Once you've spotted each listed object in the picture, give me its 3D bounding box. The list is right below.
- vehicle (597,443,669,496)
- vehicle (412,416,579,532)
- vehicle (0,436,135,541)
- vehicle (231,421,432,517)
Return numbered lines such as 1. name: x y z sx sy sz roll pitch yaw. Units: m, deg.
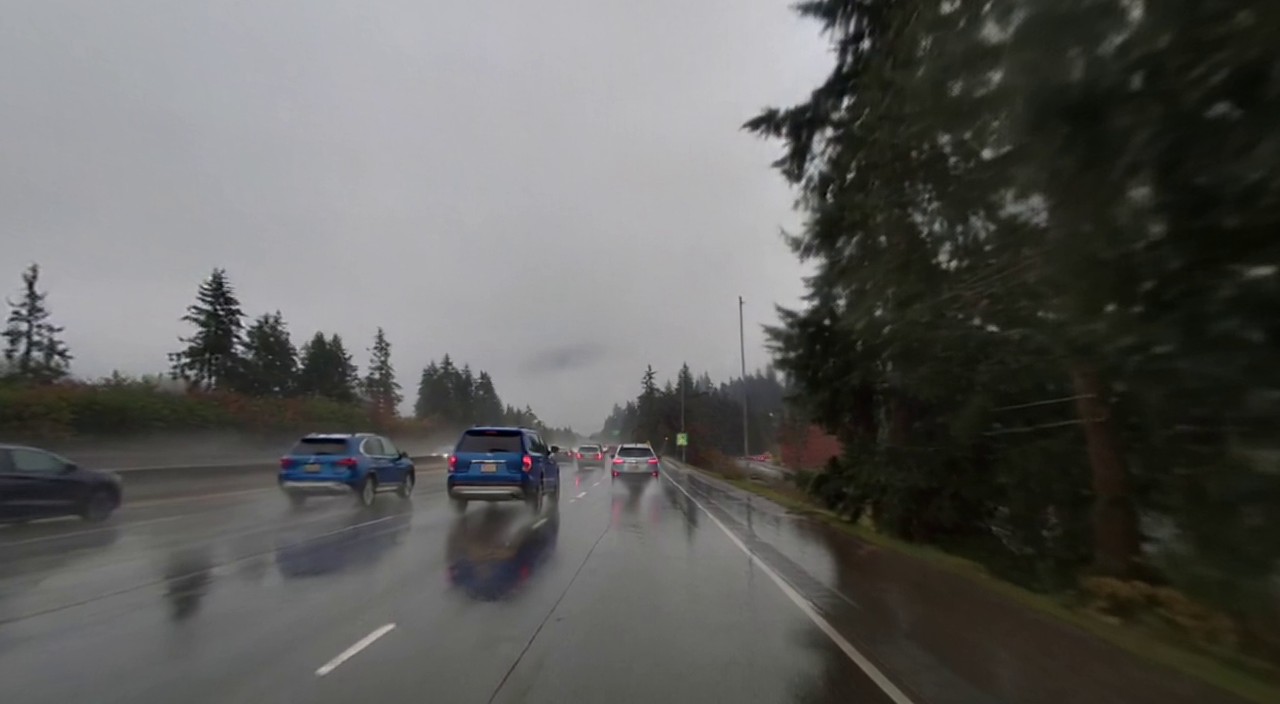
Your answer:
1. vehicle: -0.197 3.652 20.022 2.068 1.488 4.045 0 -9 0
2. vehicle: -2.480 2.233 12.044 2.123 1.798 4.108 0 -9 1
3. vehicle: -10.247 1.956 9.026 2.126 1.480 4.589 0 -9 1
4. vehicle: -6.750 2.615 14.534 2.162 1.823 4.566 0 -9 2
